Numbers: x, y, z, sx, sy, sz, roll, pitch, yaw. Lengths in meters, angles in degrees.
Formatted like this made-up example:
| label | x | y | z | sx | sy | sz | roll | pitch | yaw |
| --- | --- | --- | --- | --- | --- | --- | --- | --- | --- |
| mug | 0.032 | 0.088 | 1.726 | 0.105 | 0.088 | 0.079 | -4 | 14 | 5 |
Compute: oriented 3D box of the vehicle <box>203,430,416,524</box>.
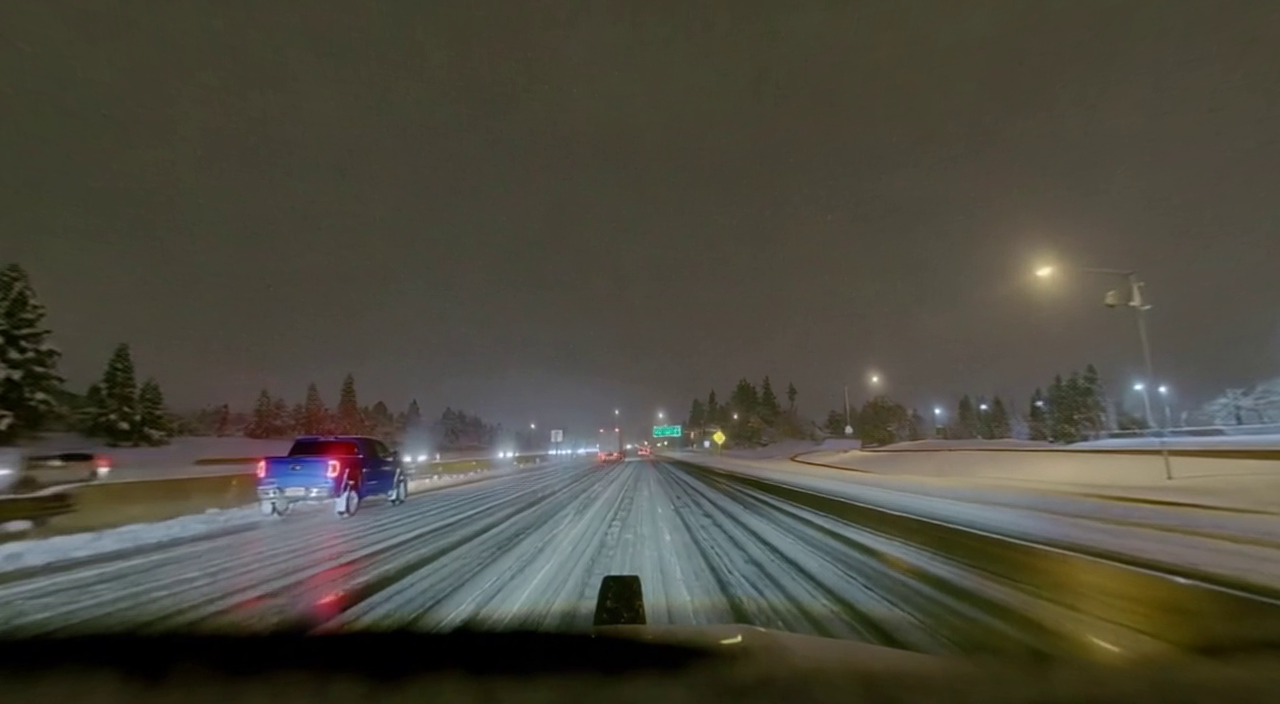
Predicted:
| label | x | y | z | sx | sy | sz | roll | pitch | yaw |
| --- | --- | --- | --- | --- | --- | --- | --- | --- | --- |
| vehicle | -6.999 | 2.688 | 14.127 | 2.168 | 1.729 | 4.724 | 0 | -9 | 0 |
